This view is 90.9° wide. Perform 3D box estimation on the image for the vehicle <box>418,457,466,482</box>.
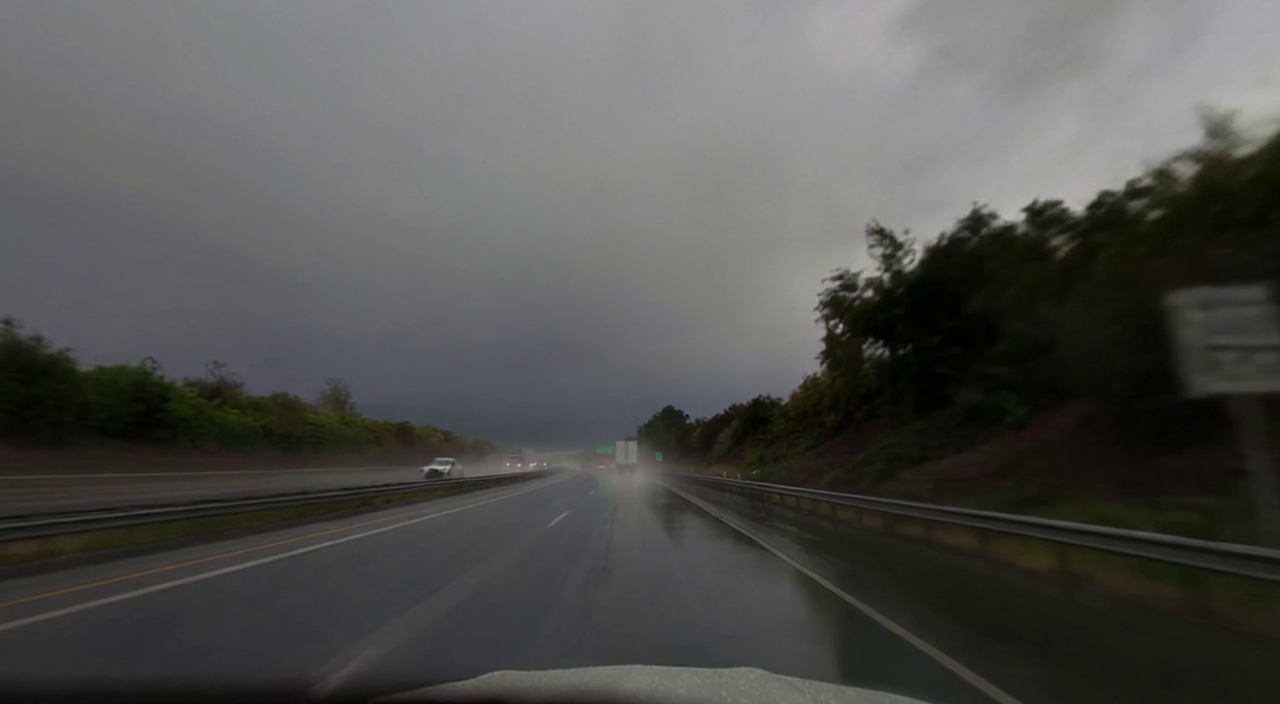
[{"bbox_3d":[-13.404,7.986,42.868,2.095,1.537,3.769,1,-11,-1],"label":"vehicle"}]
